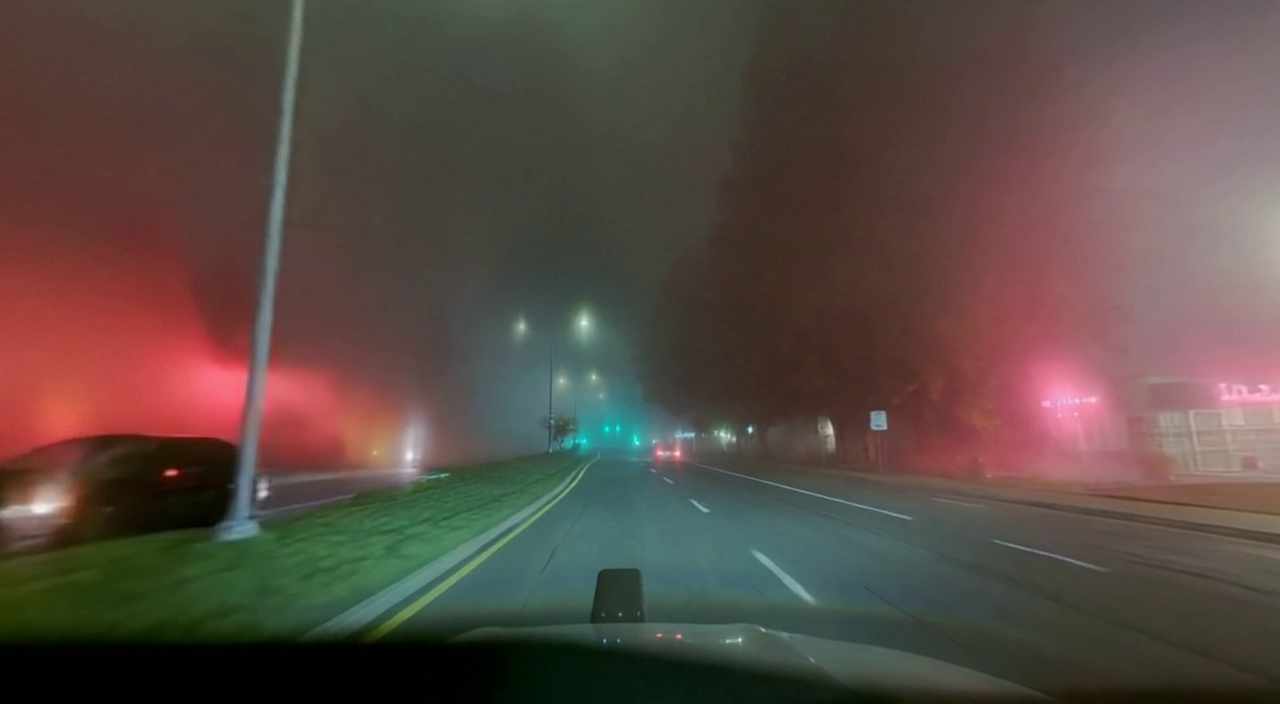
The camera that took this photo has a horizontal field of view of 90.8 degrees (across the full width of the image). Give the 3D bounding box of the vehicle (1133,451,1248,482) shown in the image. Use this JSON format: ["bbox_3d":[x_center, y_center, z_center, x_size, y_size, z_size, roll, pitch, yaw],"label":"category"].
[{"bbox_3d":[28.030,5.808,32.231,4.458,1.465,1.875,1,-9,-10],"label":"vehicle"}]

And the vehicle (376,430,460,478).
[{"bbox_3d":[-9.057,4.146,26.262,2.016,1.766,5.155,0,-7,-4],"label":"vehicle"}]

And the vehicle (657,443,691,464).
[{"bbox_3d":[2.444,7.382,46.154,1.913,1.473,4.360,0,-8,-4],"label":"vehicle"}]

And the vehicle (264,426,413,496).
[{"bbox_3d":[-8.746,3.135,18.951,2.183,1.769,4.972,1,-7,-3],"label":"vehicle"}]

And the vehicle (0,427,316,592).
[{"bbox_3d":[-6.693,1.851,8.745,2.180,1.556,5.130,2,-7,-7],"label":"vehicle"}]
